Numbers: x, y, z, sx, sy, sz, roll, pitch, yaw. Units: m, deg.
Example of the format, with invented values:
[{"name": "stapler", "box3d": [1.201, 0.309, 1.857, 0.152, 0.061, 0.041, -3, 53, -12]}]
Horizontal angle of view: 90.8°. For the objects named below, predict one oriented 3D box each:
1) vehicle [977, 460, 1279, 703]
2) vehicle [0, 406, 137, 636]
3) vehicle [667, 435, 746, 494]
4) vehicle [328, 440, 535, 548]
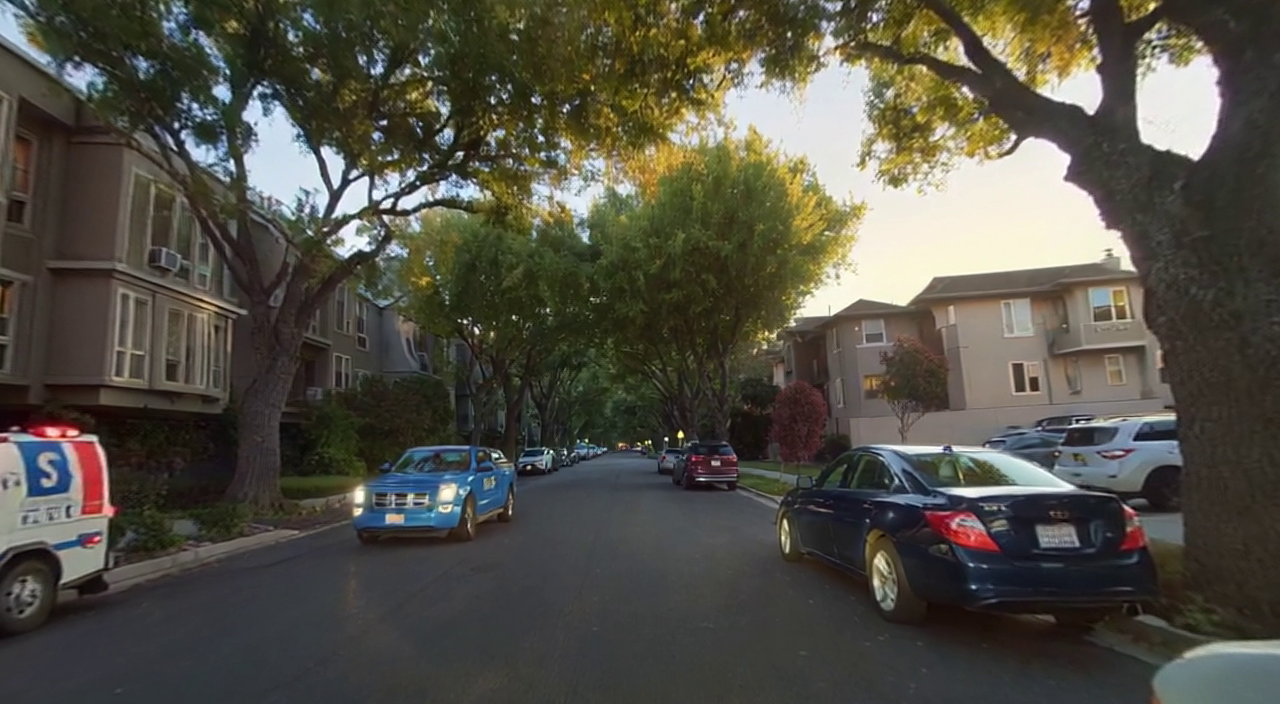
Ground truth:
[{"name": "vehicle", "box3d": [2.506, 0.859, 0.792, 1.720, 1.333, 4.233, 0, -8, -2]}, {"name": "vehicle", "box3d": [-6.420, 1.232, 3.605, 2.308, 1.877, 6.060, -4, -8, -2]}, {"name": "vehicle", "box3d": [2.012, 3.538, 20.222, 1.878, 1.664, 4.033, 1, -8, -3]}, {"name": "vehicle", "box3d": [-3.344, 2.348, 11.243, 1.966, 1.515, 4.394, -1, -8, 3]}]
